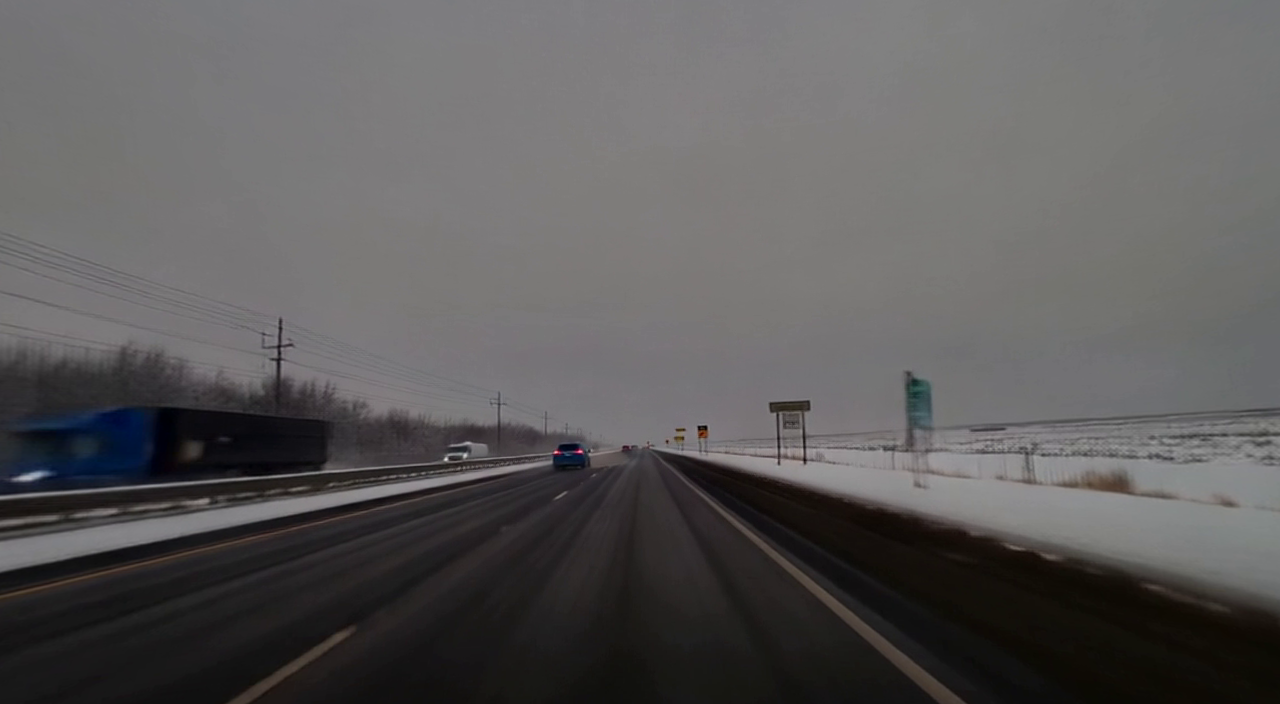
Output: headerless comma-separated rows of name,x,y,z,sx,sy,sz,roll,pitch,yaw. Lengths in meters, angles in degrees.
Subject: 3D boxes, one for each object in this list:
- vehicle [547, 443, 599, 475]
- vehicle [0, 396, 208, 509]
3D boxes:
vehicle,-3.412,5.554,32.888,2.106,1.543,4.465,0,-9,1
vehicle,-24.735,4.542,28.738,3.332,4.300,9.078,0,-9,1
